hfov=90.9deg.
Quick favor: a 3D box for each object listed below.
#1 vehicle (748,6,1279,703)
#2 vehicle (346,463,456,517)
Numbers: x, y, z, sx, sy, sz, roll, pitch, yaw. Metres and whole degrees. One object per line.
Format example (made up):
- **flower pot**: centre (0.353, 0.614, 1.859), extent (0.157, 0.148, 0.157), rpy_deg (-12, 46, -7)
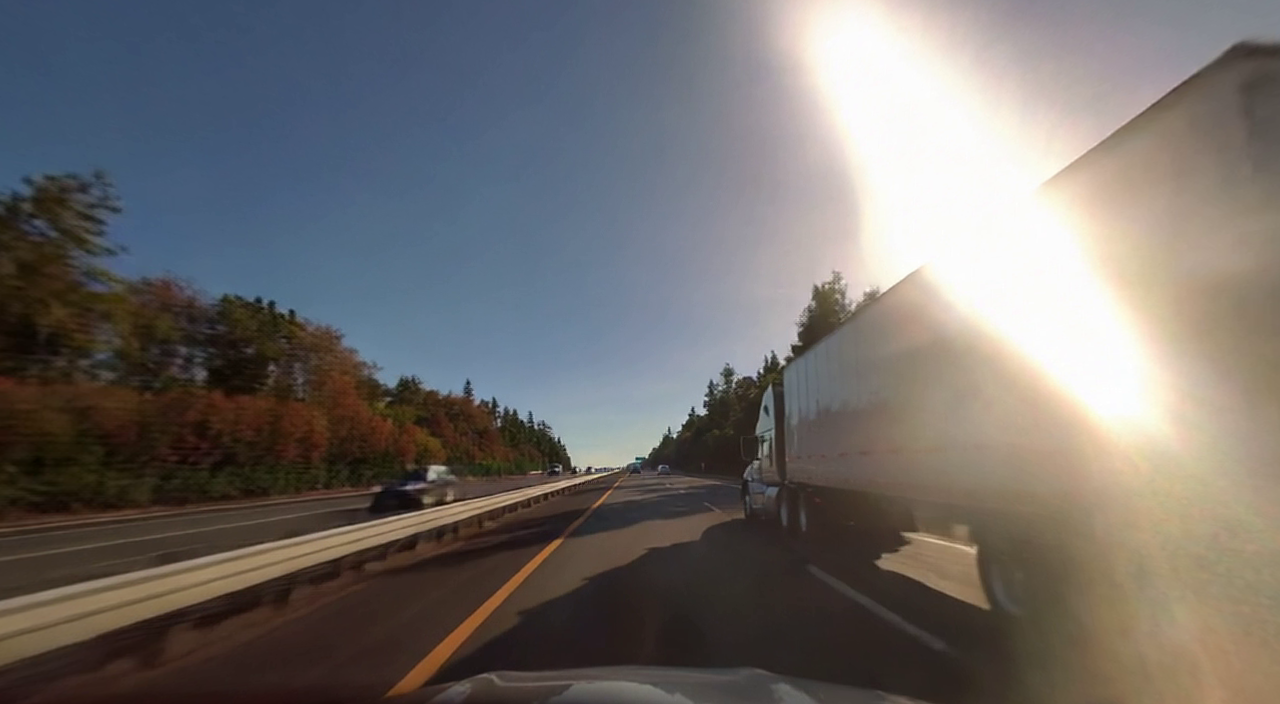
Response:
- **vehicle**: centre (4.618, 1.160, 9.986), extent (3.204, 4.102, 13.306), rpy_deg (1, -10, -1)
- **vehicle**: centre (-7.301, 4.253, 19.775), extent (1.805, 1.474, 4.168), rpy_deg (1, -10, 0)
